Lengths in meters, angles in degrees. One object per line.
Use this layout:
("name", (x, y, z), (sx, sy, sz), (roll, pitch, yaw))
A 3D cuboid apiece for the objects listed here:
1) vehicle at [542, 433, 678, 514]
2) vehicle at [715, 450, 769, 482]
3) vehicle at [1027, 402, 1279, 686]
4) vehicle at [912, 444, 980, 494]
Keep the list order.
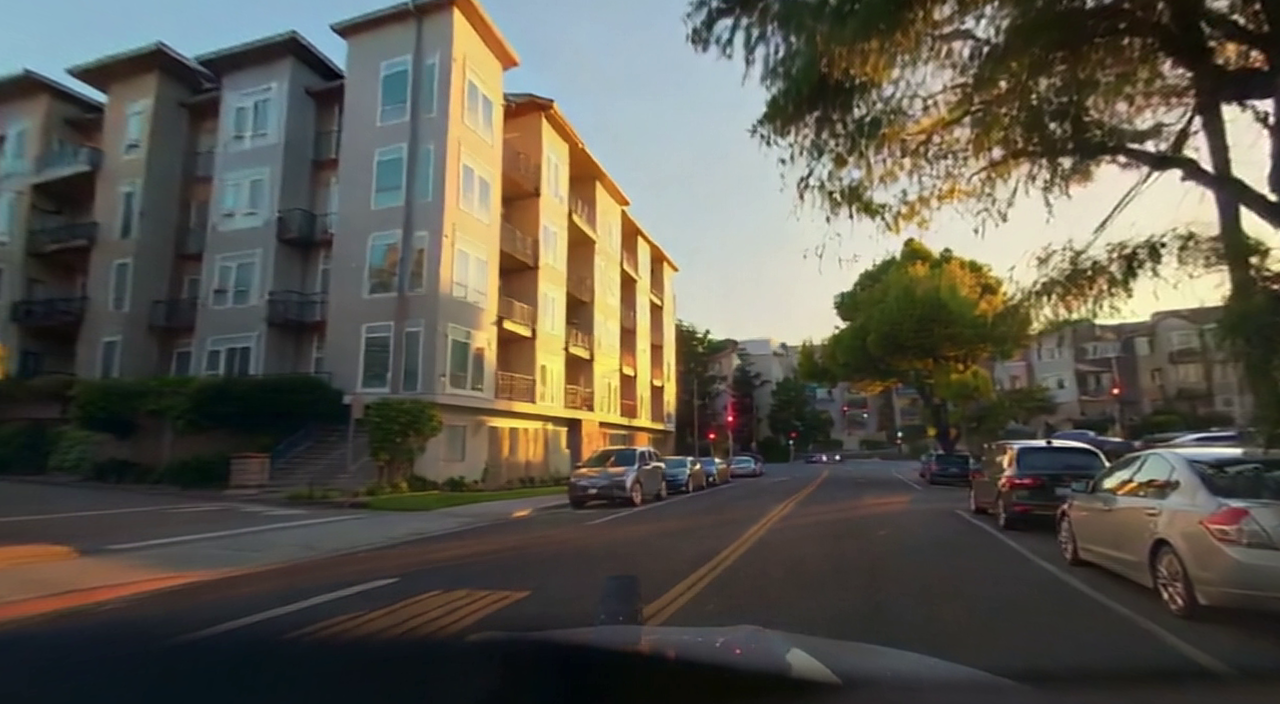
("vehicle", (-0.605, 3.137, 16.894), (1.993, 1.817, 4.619), (-3, -9, 19))
("vehicle", (5.353, 5.848, 32.677), (1.934, 1.484, 4.630), (-3, -9, 19))
("vehicle", (5.354, 1.423, 5.730), (2.153, 1.685, 4.586), (-3, -9, 20))
("vehicle", (12.550, 4.759, 26.222), (2.034, 1.689, 4.978), (-3, -7, 21))
